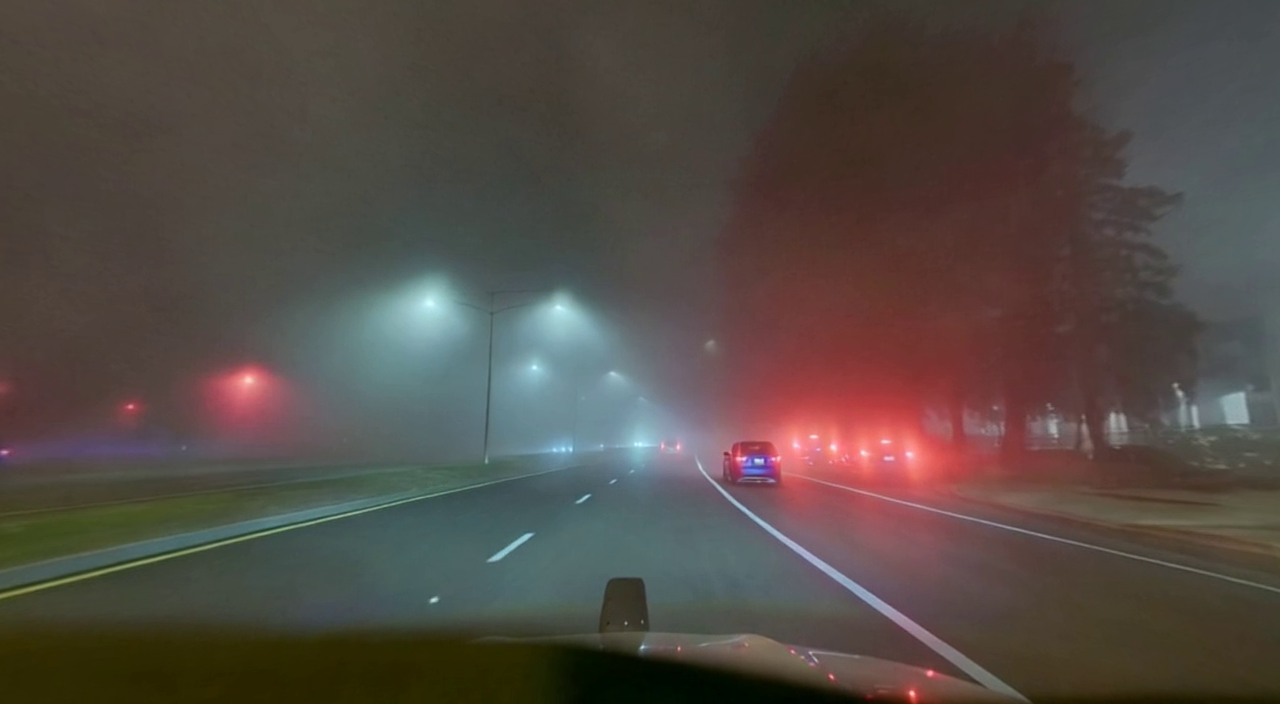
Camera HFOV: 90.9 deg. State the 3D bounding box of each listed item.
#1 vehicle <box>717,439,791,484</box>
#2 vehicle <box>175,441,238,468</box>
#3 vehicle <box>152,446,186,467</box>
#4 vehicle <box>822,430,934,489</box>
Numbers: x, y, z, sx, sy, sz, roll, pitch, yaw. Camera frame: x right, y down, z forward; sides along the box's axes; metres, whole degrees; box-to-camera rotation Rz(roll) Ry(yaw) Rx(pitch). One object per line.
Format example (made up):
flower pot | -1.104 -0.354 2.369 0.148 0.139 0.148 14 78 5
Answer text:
vehicle | 4.166 4.073 23.776 1.981 1.499 4.536 0 -8 1
vehicle | -27.950 6.572 40.558 4.266 1.583 2.078 -7 -11 38
vehicle | -36.851 8.165 49.397 1.838 1.516 4.662 5 -10 -34
vehicle | 8.061 3.695 21.916 2.104 1.801 4.628 0 -8 1
